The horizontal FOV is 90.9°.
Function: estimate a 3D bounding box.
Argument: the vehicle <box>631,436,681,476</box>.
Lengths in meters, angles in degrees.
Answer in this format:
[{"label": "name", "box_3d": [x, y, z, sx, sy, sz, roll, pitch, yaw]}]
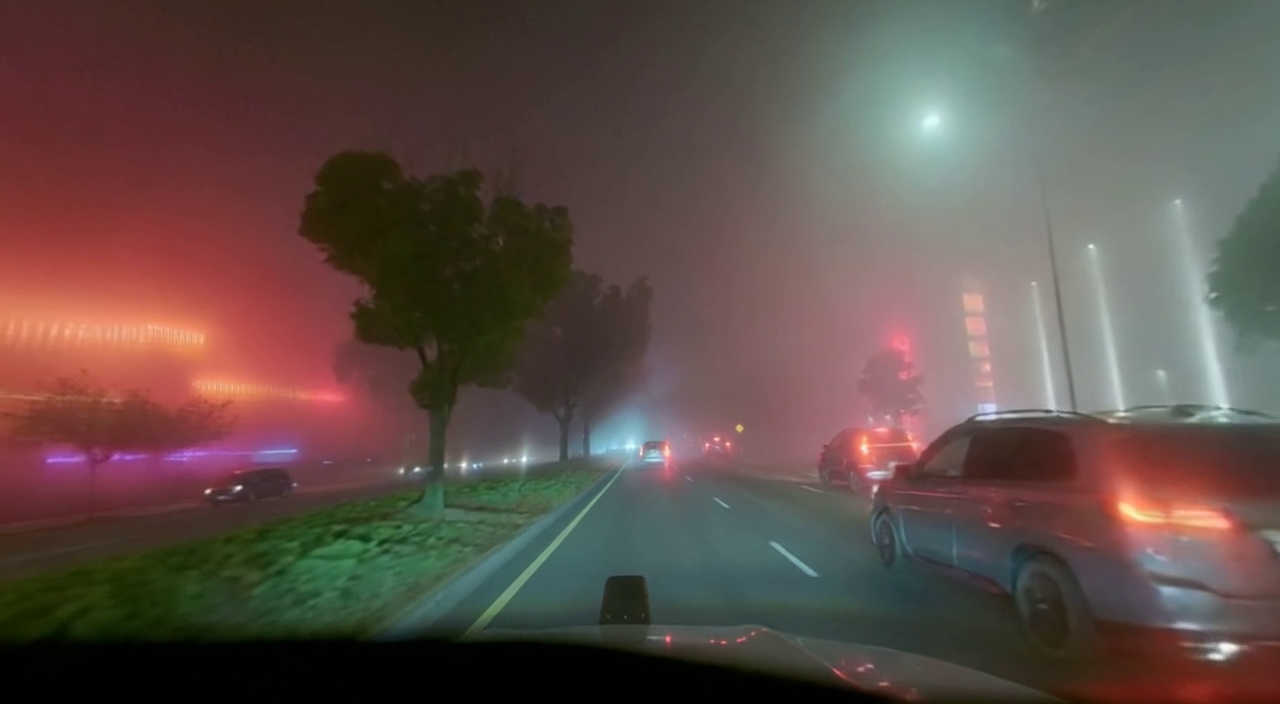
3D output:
[{"label": "vehicle", "box_3d": [0.658, 4.701, 28.729, 2.125, 1.669, 3.880, 0, -8, 0]}]

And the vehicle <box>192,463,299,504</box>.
[{"label": "vehicle", "box_3d": [-18.341, 6.109, 29.598, 1.947, 1.609, 4.589, -1, -8, 1]}]

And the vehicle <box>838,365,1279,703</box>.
[{"label": "vehicle", "box_3d": [3.206, 1.177, 4.657, 1.931, 1.591, 4.708, 0, -8, 0]}]
